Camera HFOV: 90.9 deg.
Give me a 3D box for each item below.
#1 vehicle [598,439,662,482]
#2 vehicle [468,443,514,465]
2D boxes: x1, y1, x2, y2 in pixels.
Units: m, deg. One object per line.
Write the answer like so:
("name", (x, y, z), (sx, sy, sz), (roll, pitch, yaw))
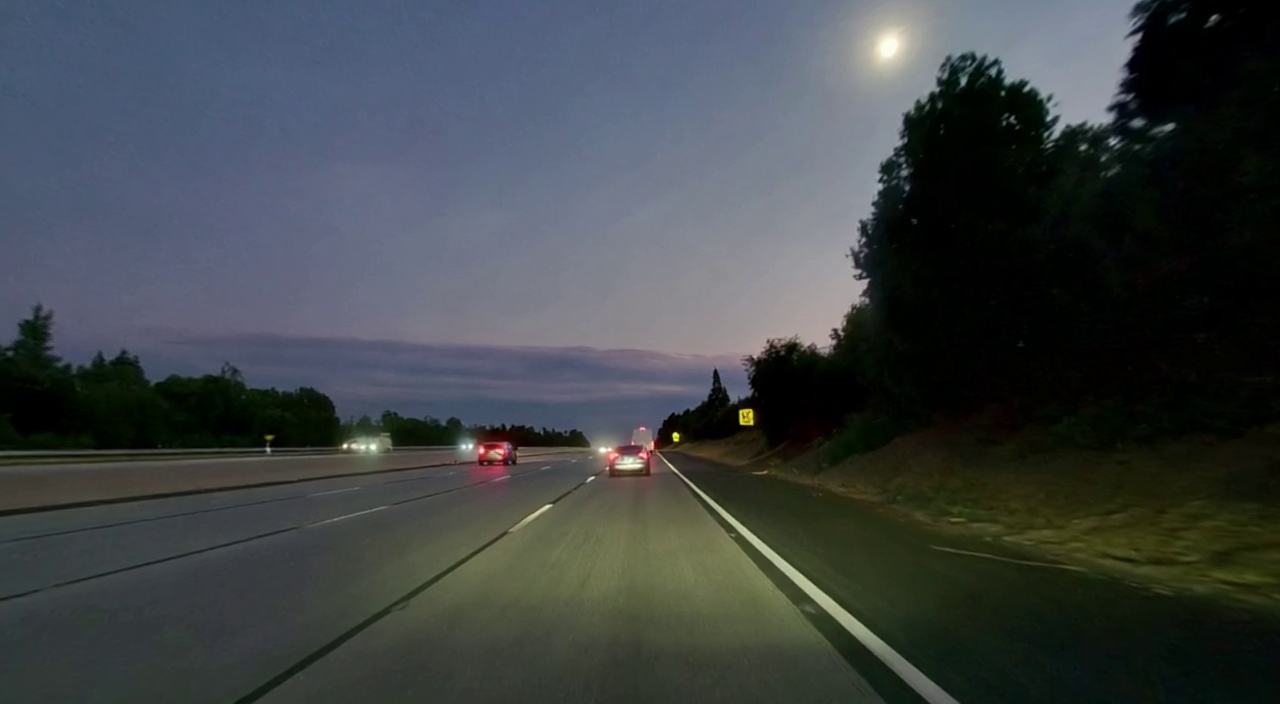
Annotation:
("vehicle", (-0.332, 4.082, 23.952), (2.238, 1.479, 3.672), (0, -9, 0))
("vehicle", (-10.864, 7.466, 46.337), (2.152, 1.496, 4.523), (0, -9, 1))
